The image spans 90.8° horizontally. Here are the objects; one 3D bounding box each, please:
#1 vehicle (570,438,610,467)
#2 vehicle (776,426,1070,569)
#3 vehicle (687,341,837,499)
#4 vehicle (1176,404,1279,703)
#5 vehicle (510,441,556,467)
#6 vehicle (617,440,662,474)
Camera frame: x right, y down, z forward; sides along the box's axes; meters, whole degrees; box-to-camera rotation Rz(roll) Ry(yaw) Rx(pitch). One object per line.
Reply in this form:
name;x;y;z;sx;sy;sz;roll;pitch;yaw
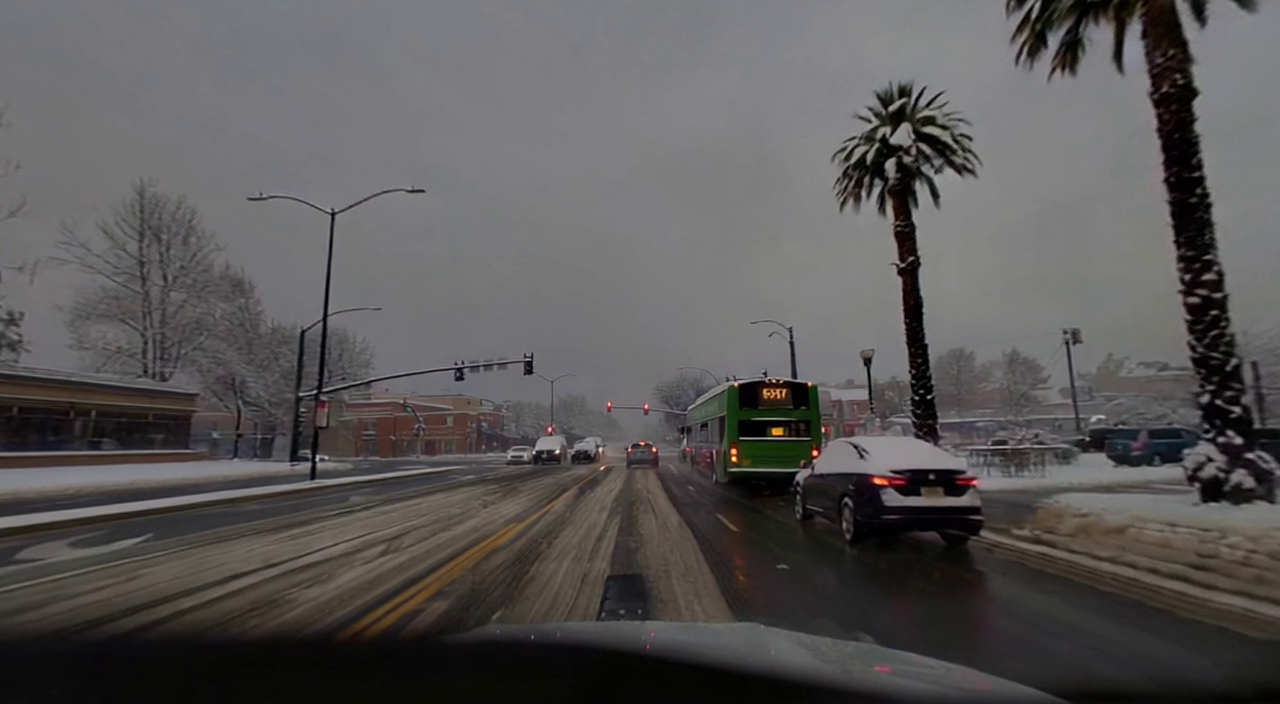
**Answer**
vehicle;-3.125;6.376;40.324;2.020;1.721;4.366;0;-9;2
vehicle;3.613;1.951;9.409;1.965;1.519;5.078;0;-9;-1
vehicle;3.594;2.719;22.944;2.970;4.015;13.606;0;-9;1
vehicle;3.348;0.640;0.333;2.063;1.483;4.620;0;-9;0
vehicle;-6.728;6.467;40.207;1.927;1.480;4.832;-1;-9;2
vehicle;0.008;5.043;30.446;2.060;1.499;3.831;0;-9;1
